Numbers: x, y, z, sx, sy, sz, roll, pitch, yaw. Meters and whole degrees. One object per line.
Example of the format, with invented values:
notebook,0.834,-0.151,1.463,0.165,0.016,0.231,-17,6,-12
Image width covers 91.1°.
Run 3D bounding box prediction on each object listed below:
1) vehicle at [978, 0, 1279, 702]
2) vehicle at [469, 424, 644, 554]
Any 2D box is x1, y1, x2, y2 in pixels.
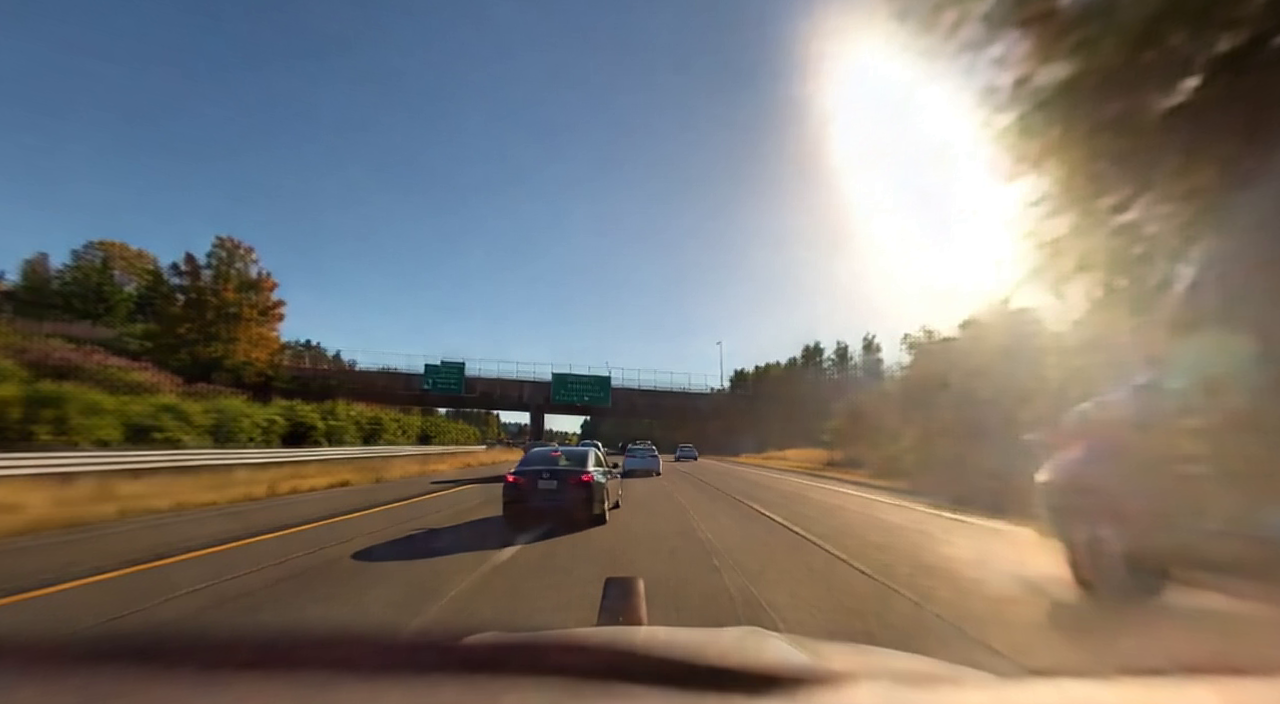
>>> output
vehicle,4.895,-0.295,3.091,2.982,4.187,6.008,0,-9,1
vehicle,-1.025,1.984,9.703,2.038,1.582,3.729,-1,-9,2
